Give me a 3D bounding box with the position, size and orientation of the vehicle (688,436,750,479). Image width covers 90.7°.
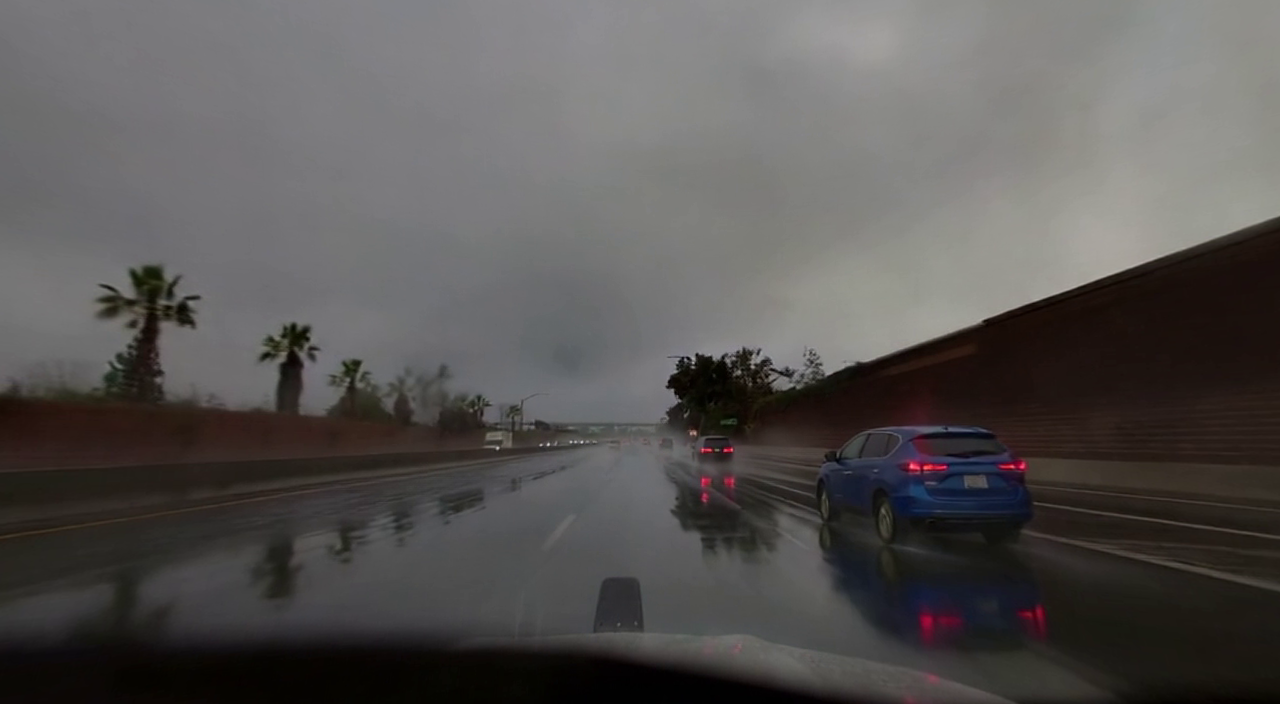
[{"bbox_3d":[3.343,4.576,27.657,2.045,1.688,4.313,0,-9,-1],"label":"vehicle"}]

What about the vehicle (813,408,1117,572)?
[{"bbox_3d":[3.982,1.759,8.775,1.910,1.696,4.187,0,-9,-1],"label":"vehicle"}]
